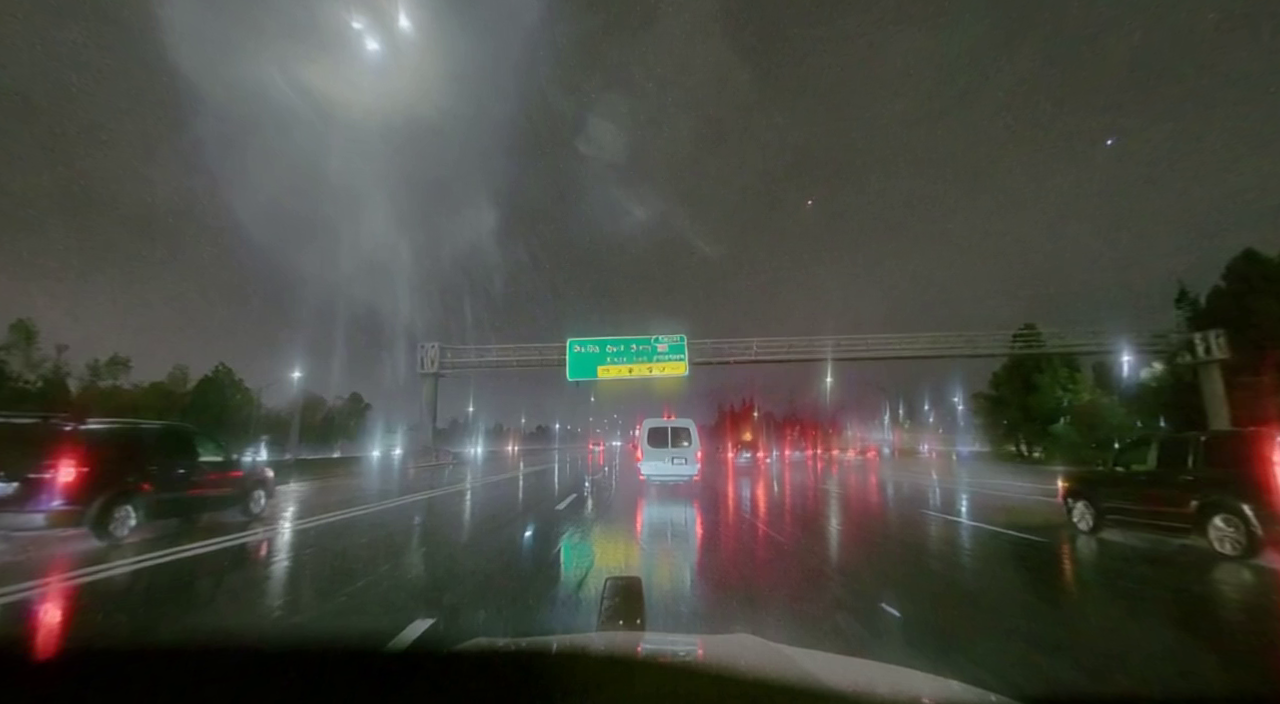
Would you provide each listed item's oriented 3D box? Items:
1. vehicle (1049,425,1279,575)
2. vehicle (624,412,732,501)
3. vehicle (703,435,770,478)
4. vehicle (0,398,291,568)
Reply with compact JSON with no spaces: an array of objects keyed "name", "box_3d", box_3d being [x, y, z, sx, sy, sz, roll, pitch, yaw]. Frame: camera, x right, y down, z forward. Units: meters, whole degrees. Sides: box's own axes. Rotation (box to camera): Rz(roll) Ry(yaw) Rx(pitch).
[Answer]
[{"name":"vehicle","box_3d":[7.503,1.694,7.667,2.016,1.507,4.474,0,-8,0]},{"name":"vehicle","box_3d":[0.837,2.803,17.114,2.509,2.062,4.639,0,-8,-2]},{"name":"vehicle","box_3d":[4.081,4.516,27.434,2.146,1.678,4.489,0,-8,-1]},{"name":"vehicle","box_3d":[-7.587,1.735,9.147,2.192,1.776,4.957,0,-8,0]}]
